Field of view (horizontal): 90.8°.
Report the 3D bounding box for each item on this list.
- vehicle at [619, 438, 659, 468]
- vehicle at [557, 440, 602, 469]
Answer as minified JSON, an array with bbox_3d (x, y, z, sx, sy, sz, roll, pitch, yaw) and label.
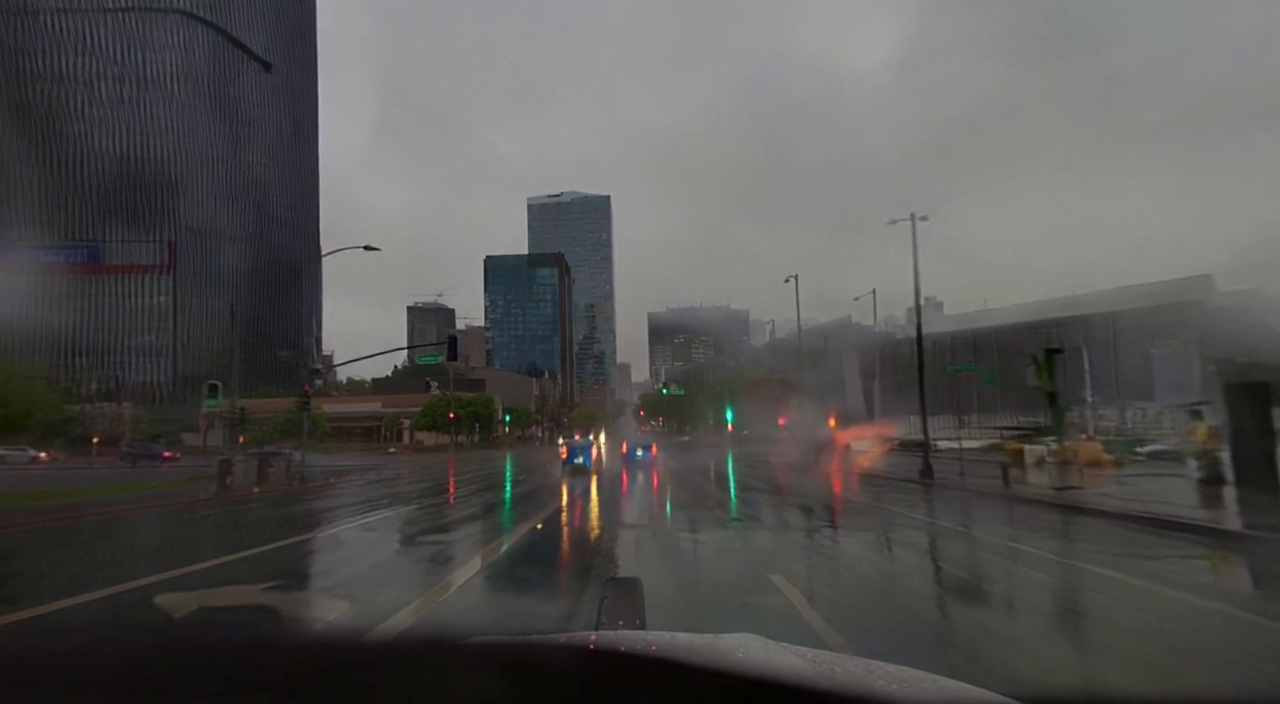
[{"bbox_3d":[-0.032,5.380,33.779,2.016,1.478,3.795,0,-8,0],"label":"vehicle"},{"bbox_3d":[-3.247,5.611,34.865,1.995,1.479,4.627,0,-8,0],"label":"vehicle"}]
